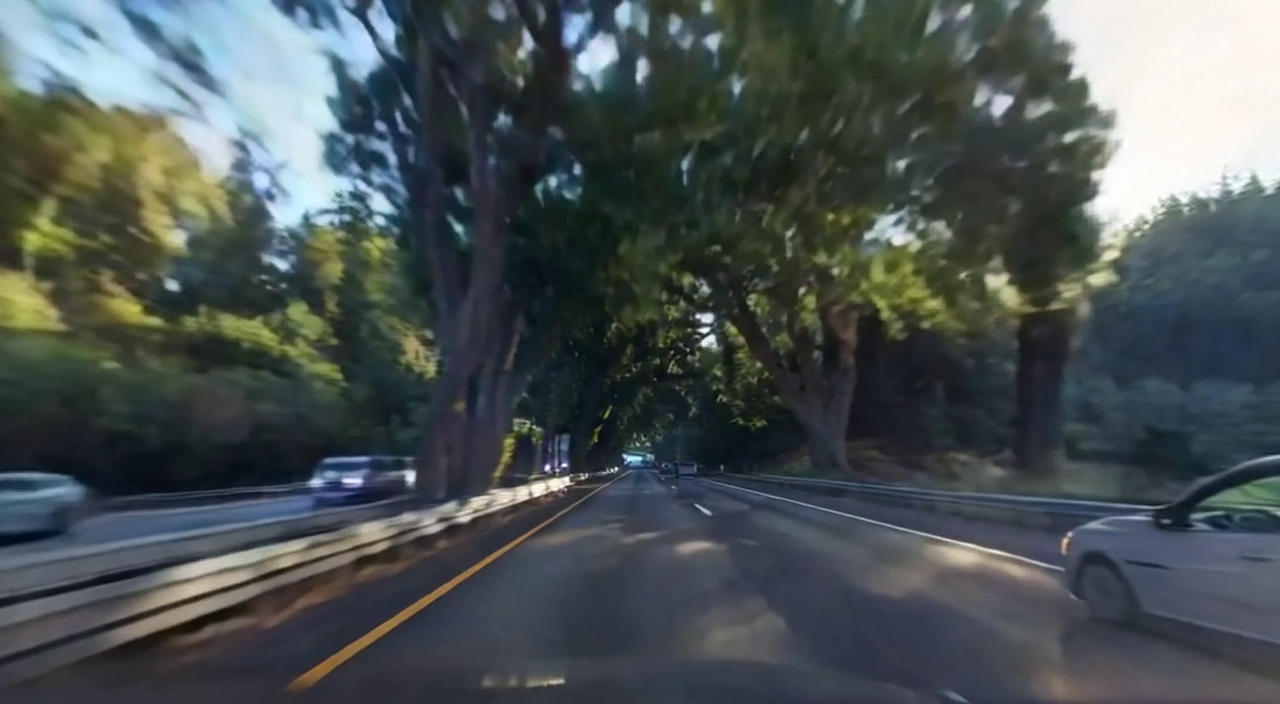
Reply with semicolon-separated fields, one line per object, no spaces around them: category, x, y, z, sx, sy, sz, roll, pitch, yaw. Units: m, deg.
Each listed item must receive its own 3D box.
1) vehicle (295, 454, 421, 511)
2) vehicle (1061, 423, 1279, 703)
vehicle;-8.140;3.802;18.591;1.916;1.457;3.642;1;-10;1
vehicle;3.645;0.952;2.024;1.825;1.494;3.959;1;-10;0
